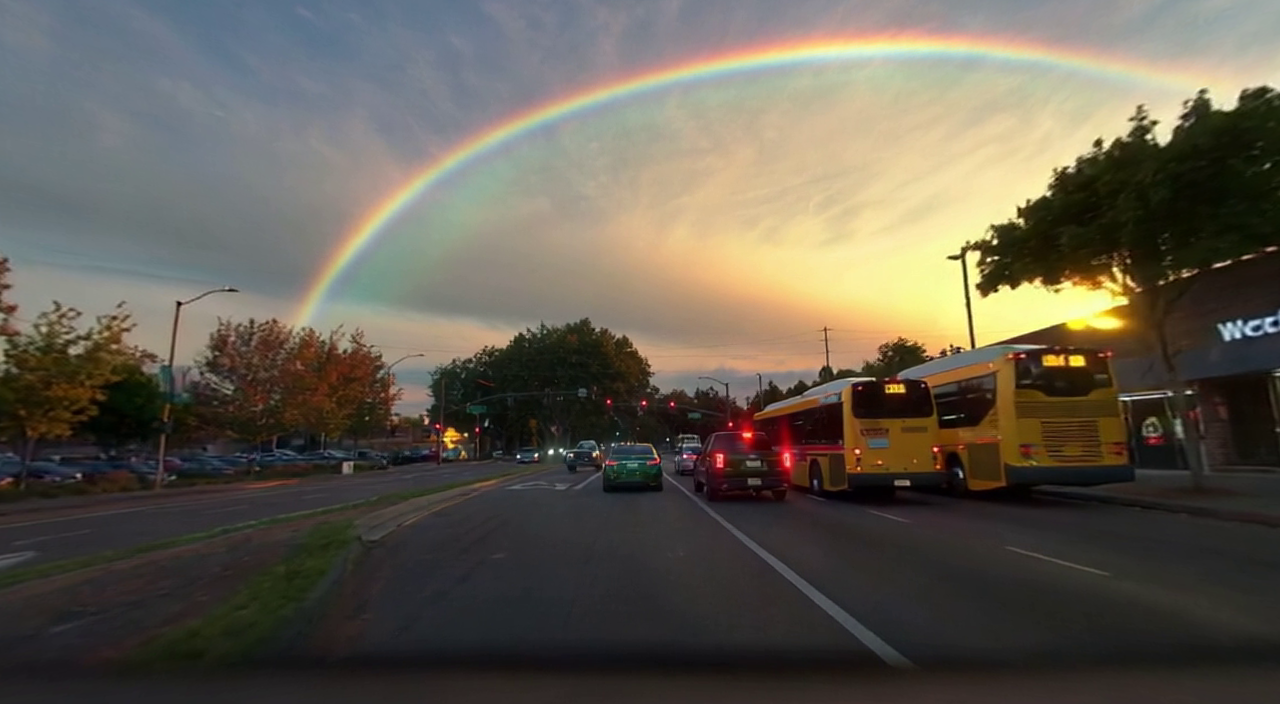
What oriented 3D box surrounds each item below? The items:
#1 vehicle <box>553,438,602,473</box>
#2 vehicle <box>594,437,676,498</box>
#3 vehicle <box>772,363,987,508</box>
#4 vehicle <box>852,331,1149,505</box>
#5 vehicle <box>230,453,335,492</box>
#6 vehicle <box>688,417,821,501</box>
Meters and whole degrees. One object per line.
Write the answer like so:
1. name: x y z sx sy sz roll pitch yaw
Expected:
1. vehicle: -3.187 5.402 33.221 2.180 1.708 4.397 0 -9 -1
2. vehicle: -0.185 3.198 17.850 2.071 1.525 3.723 0 -9 -2
3. vehicle: 6.407 2.521 18.987 2.879 3.318 8.881 0 -8 -1
4. vehicle: 10.235 2.293 20.189 3.181 4.110 10.468 0 -8 0
5. vehicle: -14.812 4.990 26.482 1.960 1.396 4.185 0 -9 0
6. vehicle: 2.918 2.961 17.927 2.490 1.951 5.931 0 -9 -2
